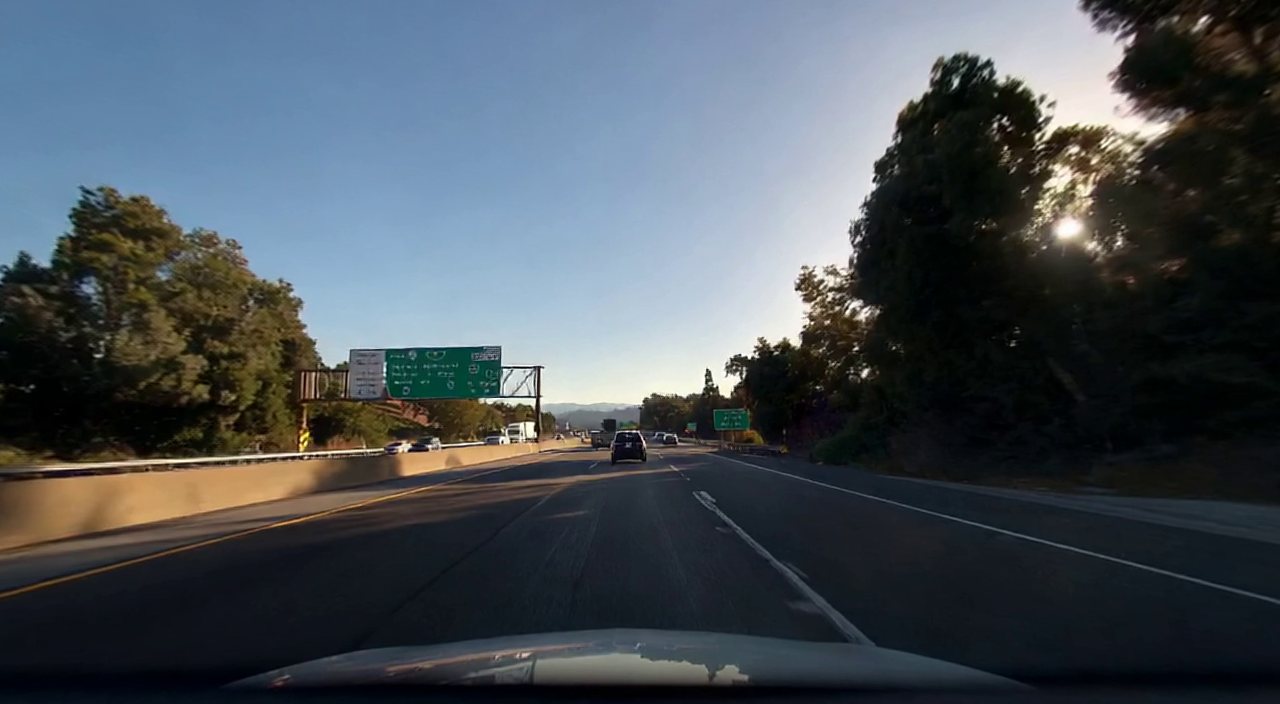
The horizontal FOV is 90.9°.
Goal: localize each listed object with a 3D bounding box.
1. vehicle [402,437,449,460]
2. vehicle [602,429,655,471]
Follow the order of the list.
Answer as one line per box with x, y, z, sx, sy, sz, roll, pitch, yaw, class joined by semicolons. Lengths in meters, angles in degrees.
-16.325;7.340;48.108;2.001;1.671;4.427;0;-8;0;vehicle
-0.483;4.125;26.768;2.094;1.600;3.666;0;-8;-1;vehicle
